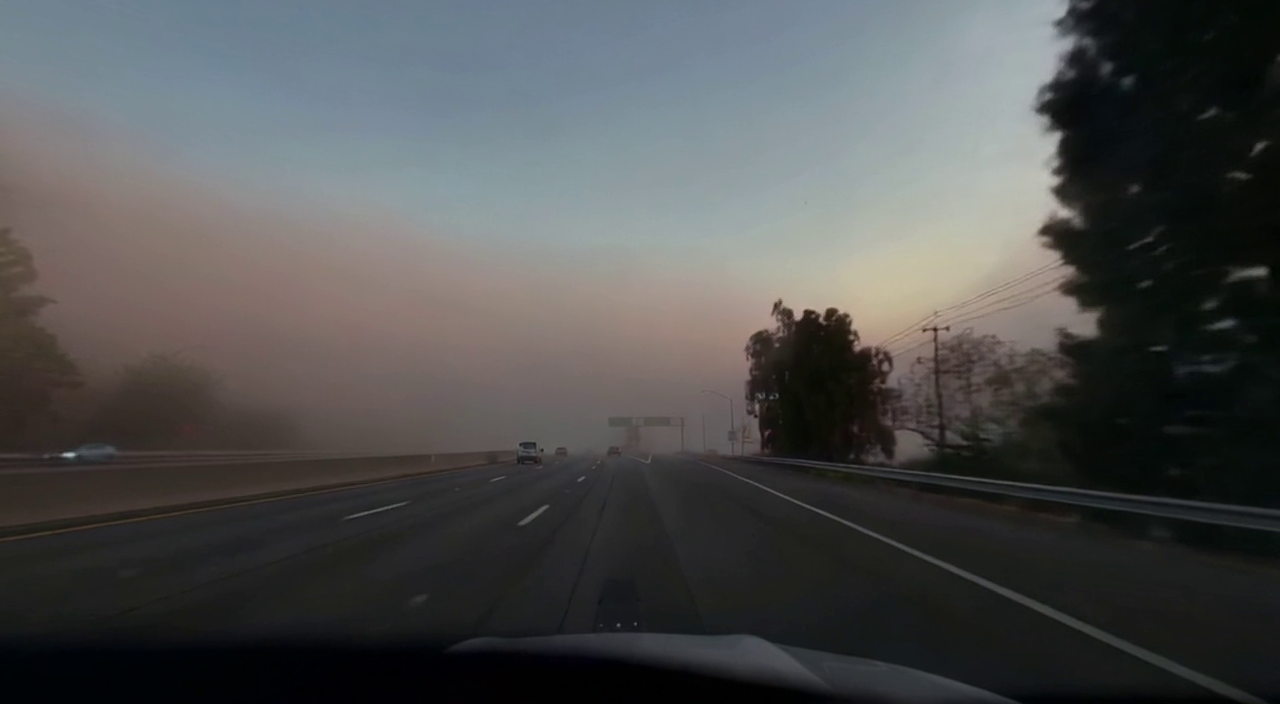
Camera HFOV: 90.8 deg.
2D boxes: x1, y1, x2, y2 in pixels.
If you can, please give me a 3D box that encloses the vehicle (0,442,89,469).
[{"bbox_3d":[-40.525,7.030,43.052,1.975,1.695,4.592,0,-8,-4],"label":"vehicle"}]
